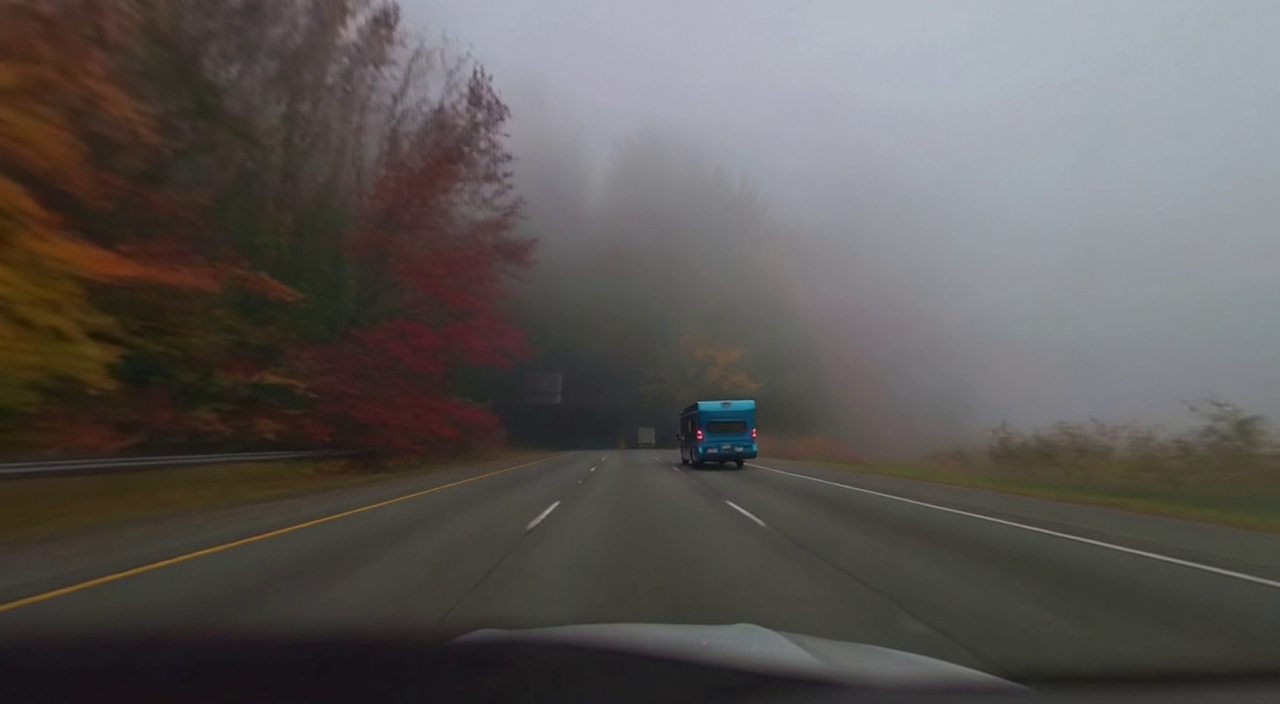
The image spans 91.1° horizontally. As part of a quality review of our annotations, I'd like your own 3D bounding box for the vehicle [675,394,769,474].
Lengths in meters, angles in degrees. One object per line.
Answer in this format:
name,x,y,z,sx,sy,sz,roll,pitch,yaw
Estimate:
vehicle,3.198,3.470,26.598,2.815,2.876,7.101,0,-8,-2
